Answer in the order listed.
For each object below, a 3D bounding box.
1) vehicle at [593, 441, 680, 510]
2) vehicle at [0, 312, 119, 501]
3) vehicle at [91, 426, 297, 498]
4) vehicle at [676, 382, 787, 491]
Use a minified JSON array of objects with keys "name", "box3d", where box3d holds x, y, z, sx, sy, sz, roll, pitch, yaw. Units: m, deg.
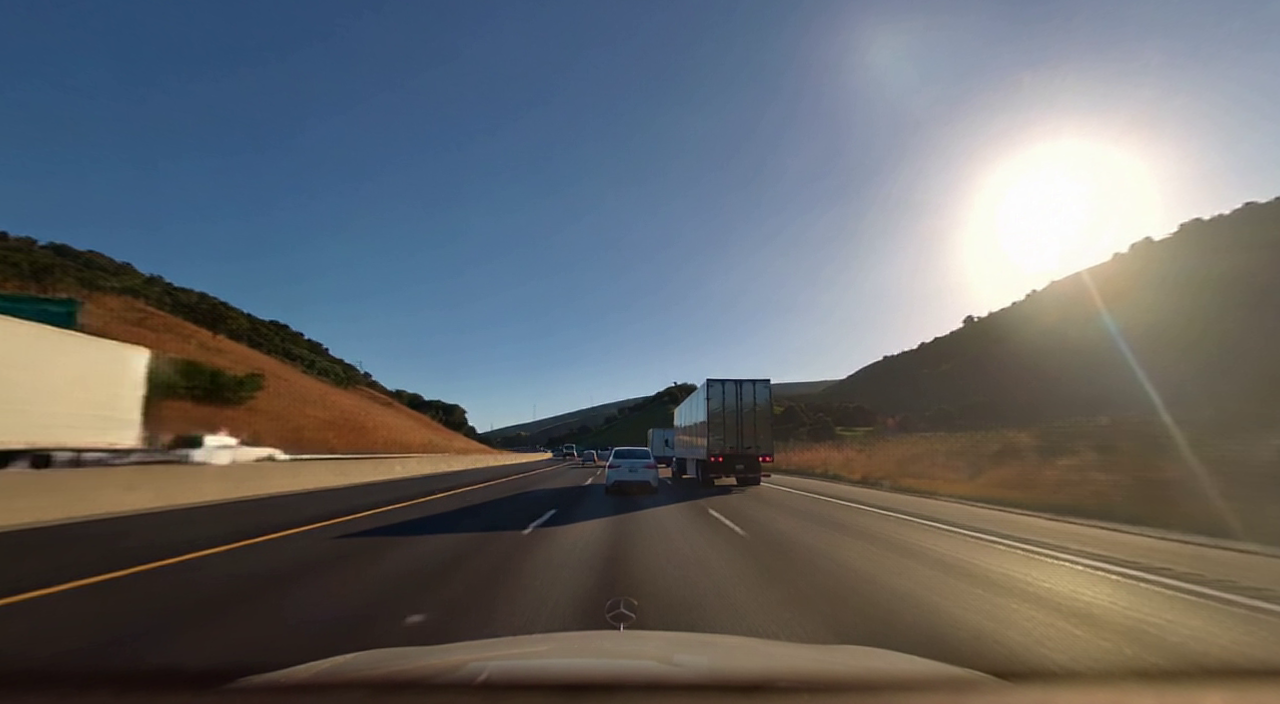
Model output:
[{"name":"vehicle","box3d":[-0.116,3.284,17.204,2.109,1.639,3.768,0,-9,-1]},{"name":"vehicle","box3d":[-15.228,0.469,9.118,2.920,4.044,14.872,0,-9,-1]},{"name":"vehicle","box3d":[-11.684,2.927,17.090,2.105,1.656,4.746,0,-9,0]},{"name":"vehicle","box3d":[3.801,4.210,30.520,2.812,4.024,14.098,0,-9,-2]}]
